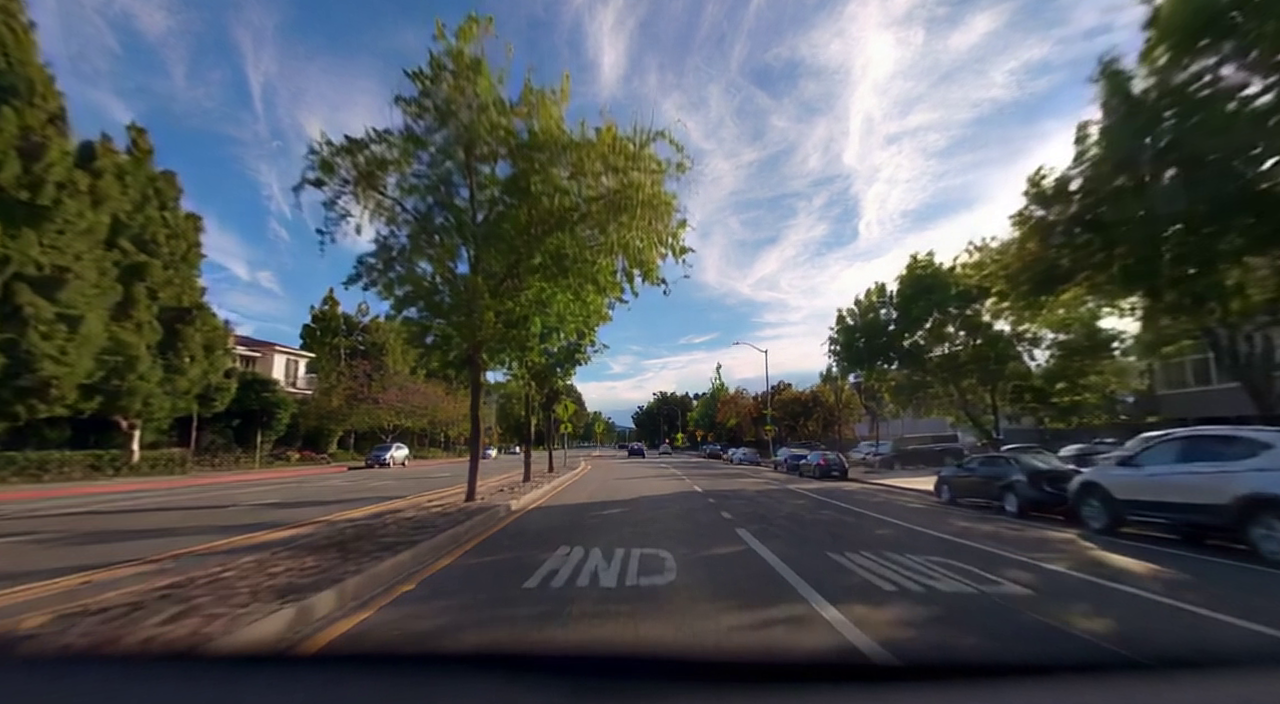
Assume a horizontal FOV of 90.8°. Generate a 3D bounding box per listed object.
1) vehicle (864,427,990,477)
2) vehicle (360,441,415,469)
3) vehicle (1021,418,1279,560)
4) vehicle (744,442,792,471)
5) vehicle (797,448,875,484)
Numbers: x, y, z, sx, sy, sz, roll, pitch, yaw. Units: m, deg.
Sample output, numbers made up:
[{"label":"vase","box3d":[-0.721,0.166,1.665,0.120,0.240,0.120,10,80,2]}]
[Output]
[{"label":"vehicle","box3d":[16.173,5.600,35.799,5.911,2.054,2.167,-6,-6,-2]},{"label":"vehicle","box3d":[-17.949,7.323,45.224,2.016,1.755,5.389,-3,-8,-3]},{"label":"vehicle","box3d":[9.398,2.260,11.272,2.083,1.946,4.928,0,-8,0]},{"label":"vehicle","box3d":[8.681,7.153,43.425,2.100,1.821,4.991,0,-8,-2]},{"label":"vehicle","box3d":[9.172,5.348,30.065,2.009,1.493,4.983,0,-8,-2]}]
